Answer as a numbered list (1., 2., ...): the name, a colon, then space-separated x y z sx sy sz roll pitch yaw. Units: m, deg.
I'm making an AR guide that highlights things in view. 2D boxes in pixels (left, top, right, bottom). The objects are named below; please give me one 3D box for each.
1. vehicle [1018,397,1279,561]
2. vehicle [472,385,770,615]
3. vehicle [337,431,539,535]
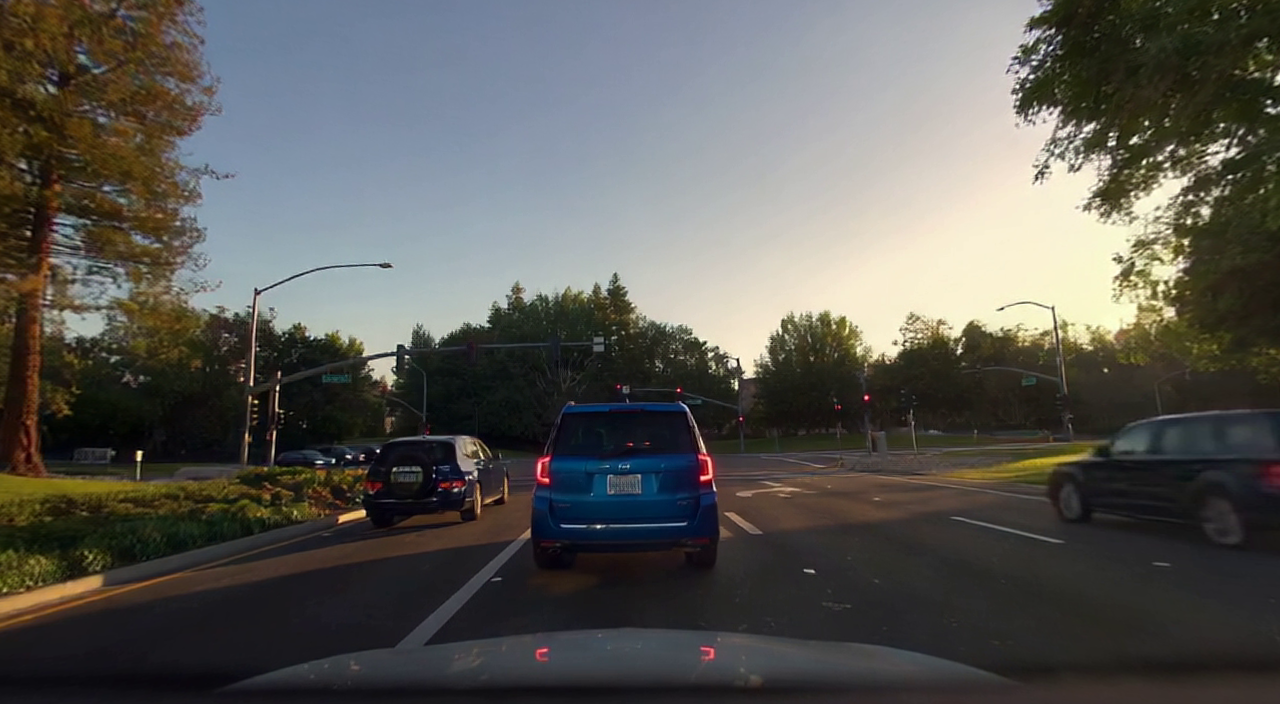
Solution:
1. vehicle: 7.981 1.696 9.050 2.166 1.761 4.692 0 -8 0
2. vehicle: -0.157 1.450 7.050 2.298 1.770 4.138 0 -8 0
3. vehicle: -3.367 2.293 11.837 2.061 1.504 5.142 0 -8 0
